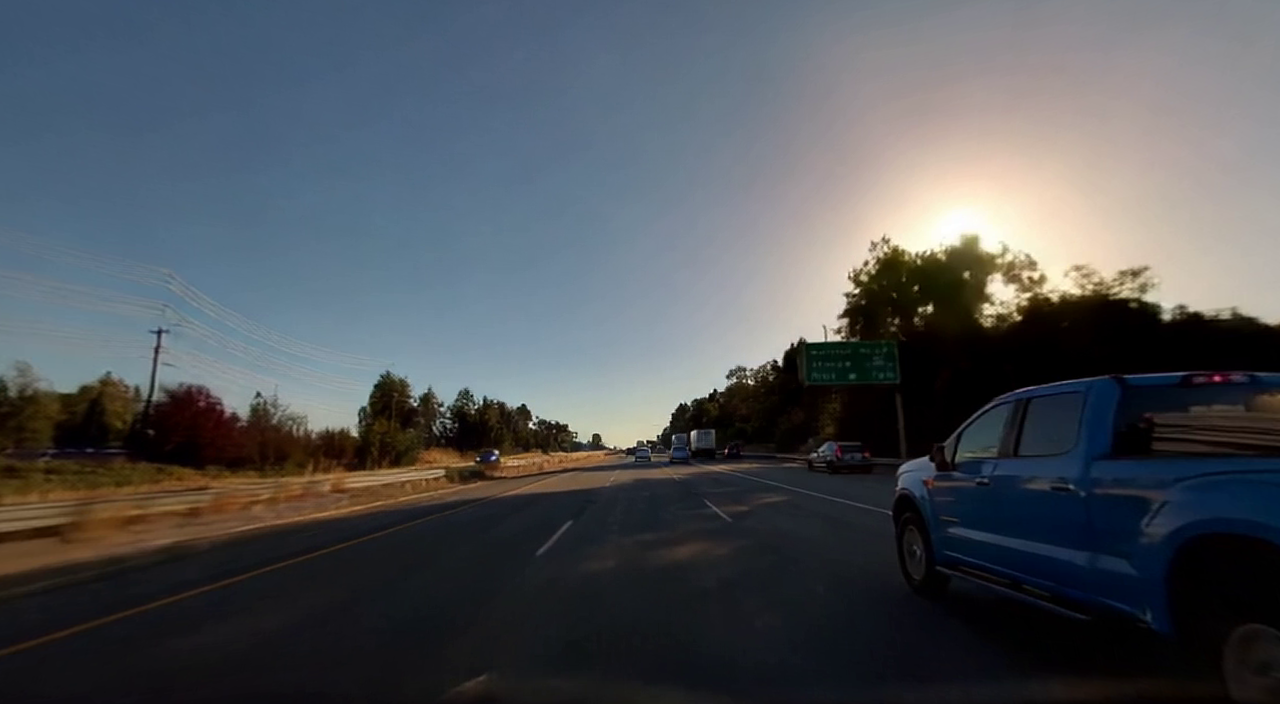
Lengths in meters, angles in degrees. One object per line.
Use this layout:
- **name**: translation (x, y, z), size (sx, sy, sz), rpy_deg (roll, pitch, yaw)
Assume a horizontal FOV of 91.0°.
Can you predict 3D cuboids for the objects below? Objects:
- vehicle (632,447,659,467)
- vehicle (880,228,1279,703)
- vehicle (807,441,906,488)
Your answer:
- **vehicle**: translation (0.410, 8.106, 48.700), size (2.030, 1.473, 3.926), rpy_deg (0, -9, 0)
- **vehicle**: translation (3.580, 0.742, 3.399), size (2.354, 2.079, 5.586), rpy_deg (0, -9, 0)
- **vehicle**: translation (7.766, 4.064, 23.063), size (1.989, 1.526, 4.443), rpy_deg (0, -9, -1)
